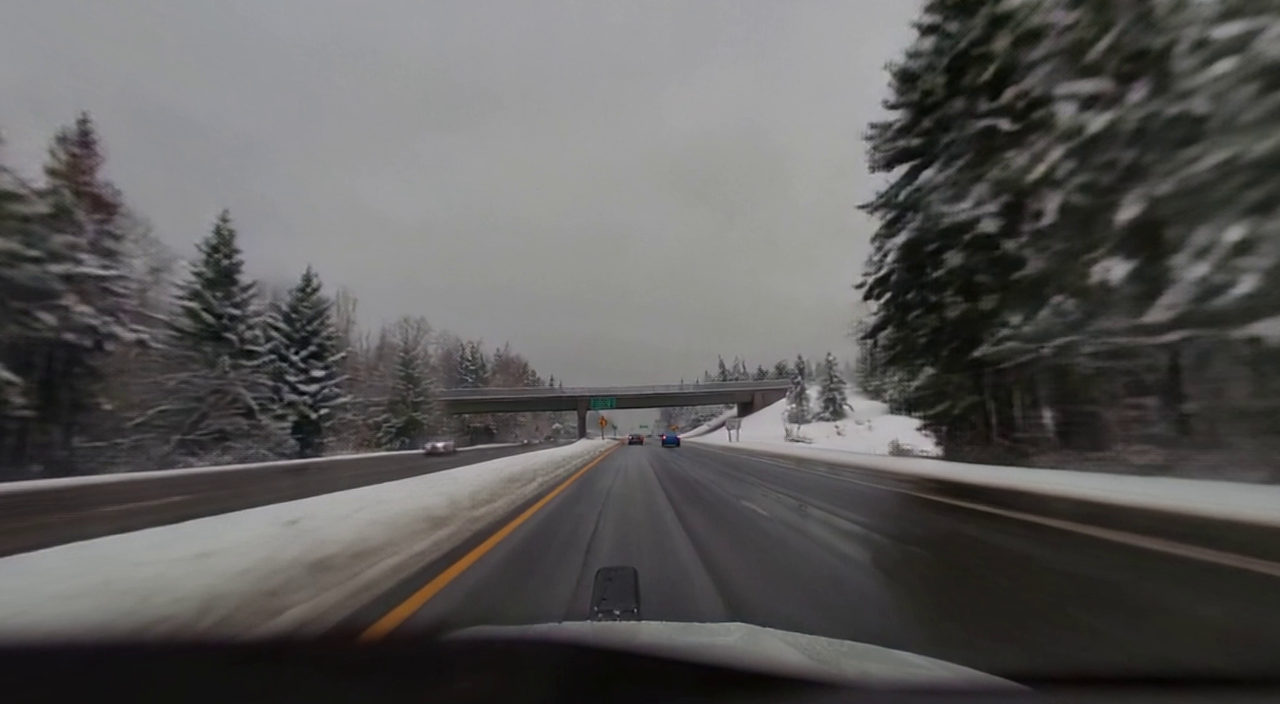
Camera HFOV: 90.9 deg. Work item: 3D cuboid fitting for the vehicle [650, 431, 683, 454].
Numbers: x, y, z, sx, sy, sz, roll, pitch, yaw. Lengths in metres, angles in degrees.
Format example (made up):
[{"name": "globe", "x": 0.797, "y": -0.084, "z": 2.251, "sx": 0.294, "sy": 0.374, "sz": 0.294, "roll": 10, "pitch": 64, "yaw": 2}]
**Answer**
[{"name": "vehicle", "x": 1.819, "y": 6.284, "z": 43.862, "sx": 1.981, "sy": 1.490, "sz": 3.449, "roll": 0, "pitch": -8, "yaw": -3}]
